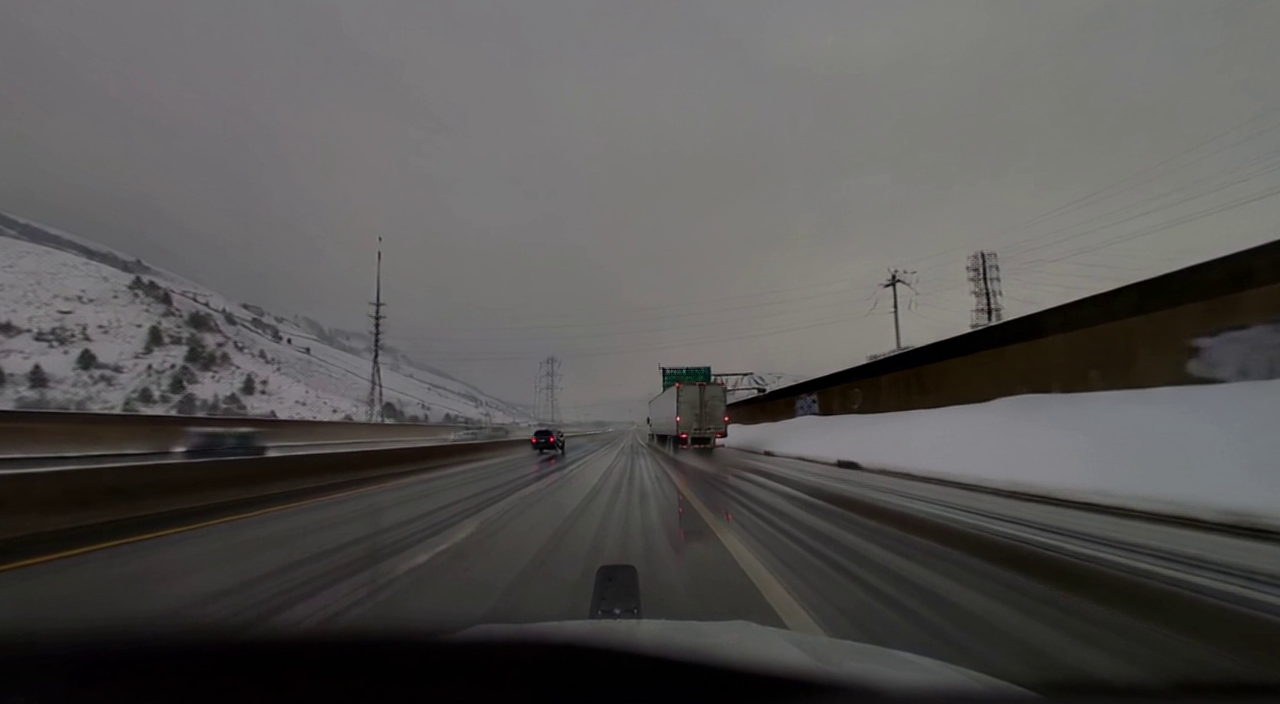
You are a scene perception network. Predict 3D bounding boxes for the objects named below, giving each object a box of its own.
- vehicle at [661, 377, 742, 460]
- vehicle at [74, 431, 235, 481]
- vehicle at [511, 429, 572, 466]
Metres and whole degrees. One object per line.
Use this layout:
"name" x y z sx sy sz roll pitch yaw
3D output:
"vehicle" 3.032 3.815 34.793 3.060 3.842 11.095 0 -8 -1
"vehicle" -15.689 3.356 20.726 1.931 1.458 4.239 0 -8 -1
"vehicle" -4.250 4.182 27.860 1.965 1.486 4.448 0 -8 0
